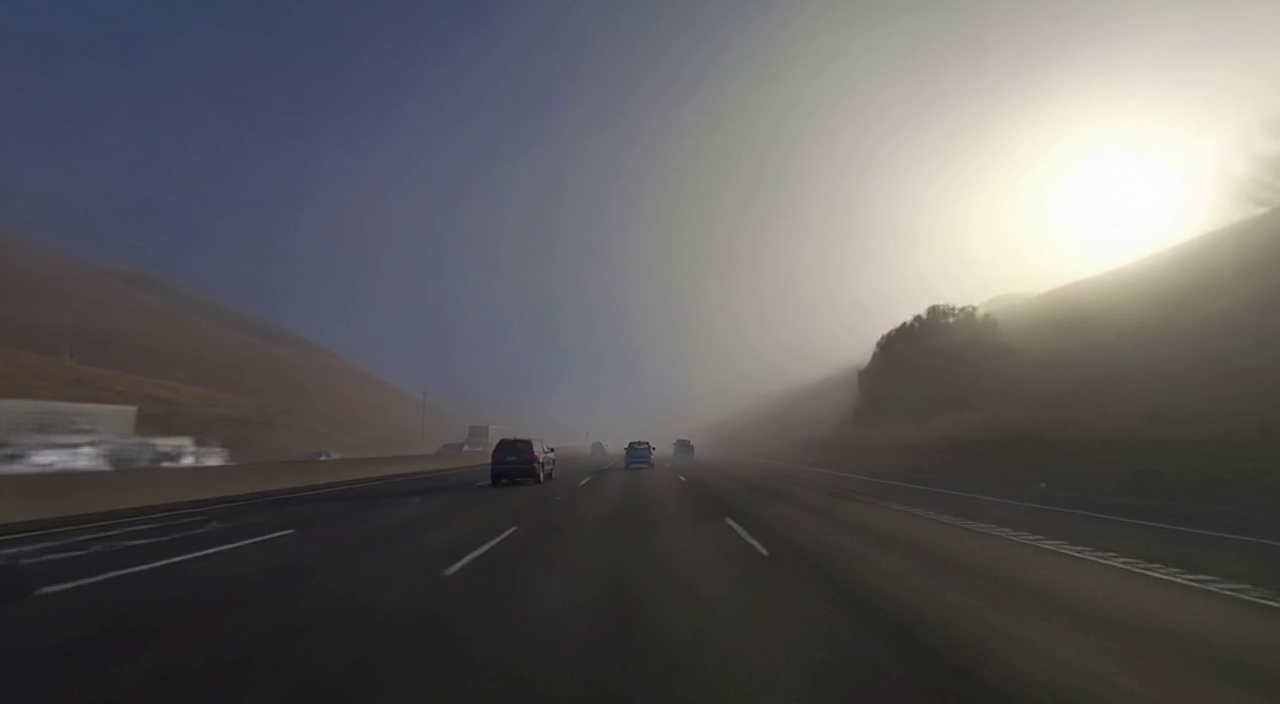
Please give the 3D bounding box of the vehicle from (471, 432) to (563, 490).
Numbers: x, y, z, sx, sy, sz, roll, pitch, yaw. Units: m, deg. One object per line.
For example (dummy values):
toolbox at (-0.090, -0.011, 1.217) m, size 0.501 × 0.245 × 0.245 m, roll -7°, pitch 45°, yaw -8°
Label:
vehicle at (-3.832, 3.490, 20.503) m, size 2.076 × 1.690 × 4.113 m, roll 0°, pitch -8°, yaw 1°

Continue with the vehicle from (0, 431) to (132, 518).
vehicle at (-12.589, 2.287, 11.848) m, size 1.921 × 1.577 × 4.913 m, roll 0°, pitch -8°, yaw 1°

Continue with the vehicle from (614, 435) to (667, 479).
vehicle at (0.022, 4.412, 26.824) m, size 2.086 × 1.685 × 4.206 m, roll 0°, pitch -8°, yaw 0°

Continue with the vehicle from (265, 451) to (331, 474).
vehicle at (-23.531, 7.632, 43.616) m, size 1.886 × 1.445 × 4.611 m, roll 0°, pitch -8°, yaw 1°
